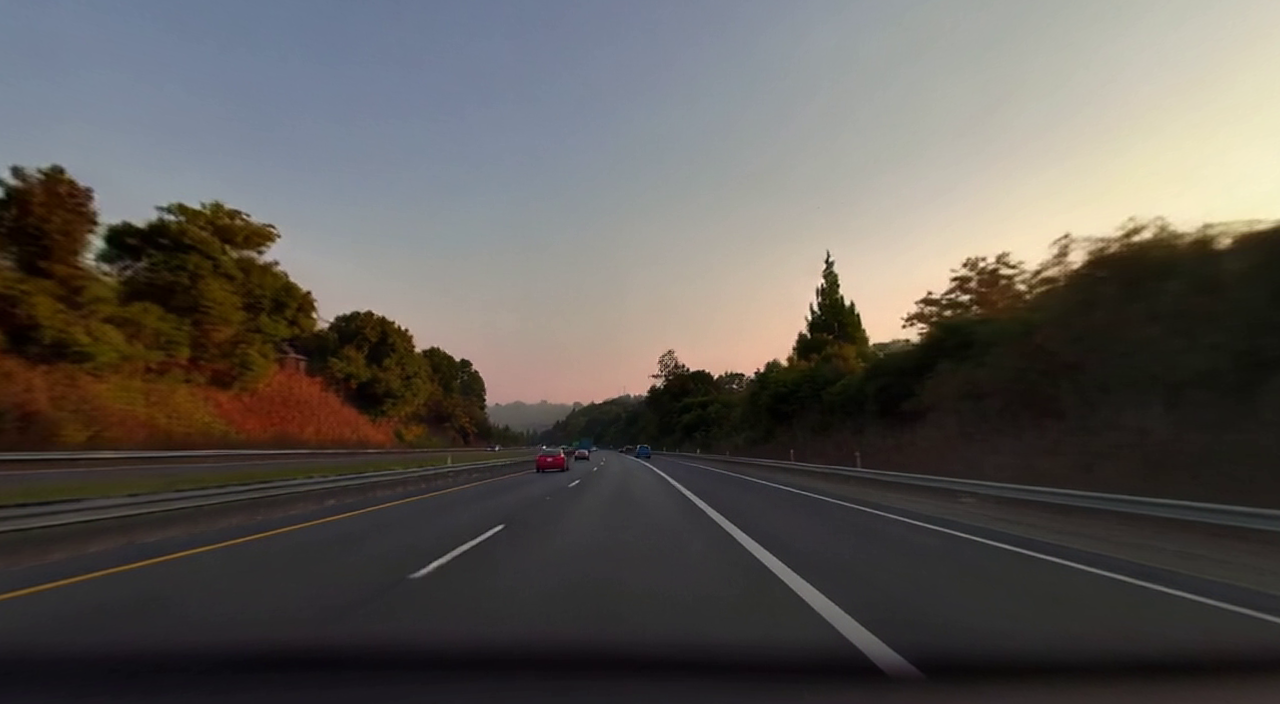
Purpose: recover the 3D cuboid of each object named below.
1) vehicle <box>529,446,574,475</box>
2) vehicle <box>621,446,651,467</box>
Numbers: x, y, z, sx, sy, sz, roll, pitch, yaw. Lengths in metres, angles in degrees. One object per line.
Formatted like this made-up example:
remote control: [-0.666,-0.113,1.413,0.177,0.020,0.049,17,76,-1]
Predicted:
vehicle: [-4.869,6.016,35.324,1.957,1.499,4.965,0,-8,-1]
vehicle: [-0.334,7.688,46.627,2.031,1.483,3.417,0,-9,-3]
